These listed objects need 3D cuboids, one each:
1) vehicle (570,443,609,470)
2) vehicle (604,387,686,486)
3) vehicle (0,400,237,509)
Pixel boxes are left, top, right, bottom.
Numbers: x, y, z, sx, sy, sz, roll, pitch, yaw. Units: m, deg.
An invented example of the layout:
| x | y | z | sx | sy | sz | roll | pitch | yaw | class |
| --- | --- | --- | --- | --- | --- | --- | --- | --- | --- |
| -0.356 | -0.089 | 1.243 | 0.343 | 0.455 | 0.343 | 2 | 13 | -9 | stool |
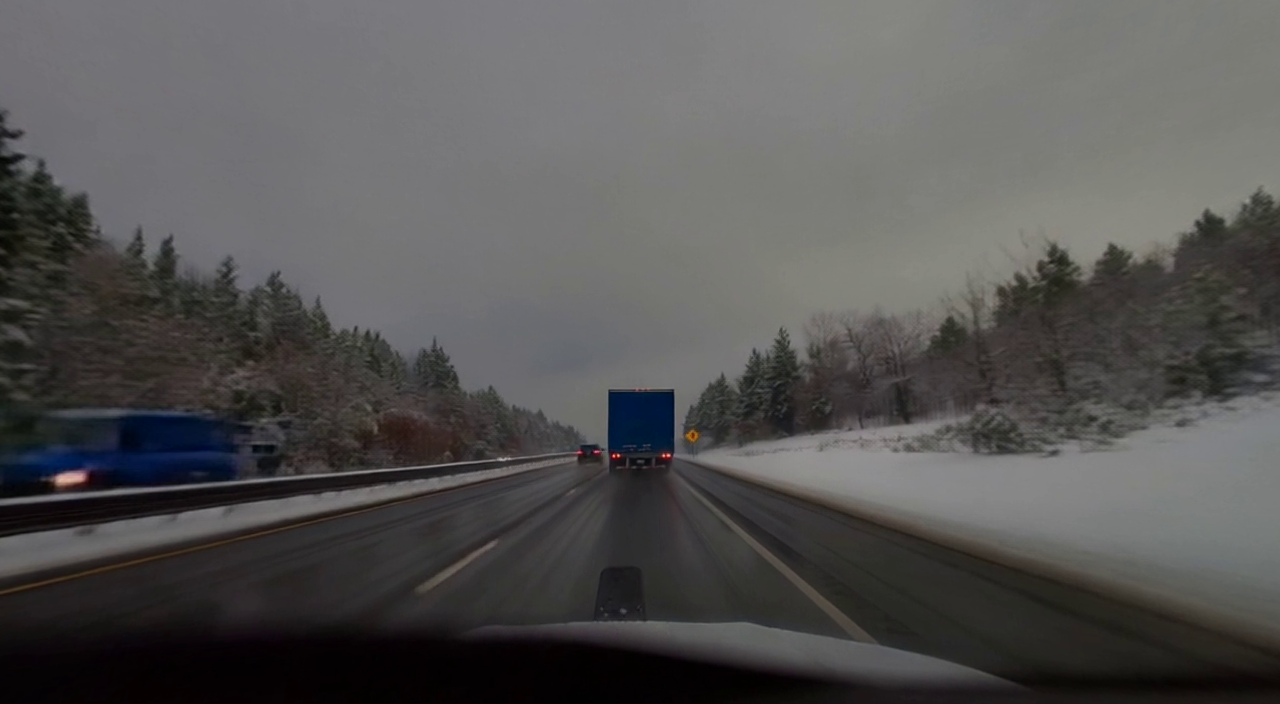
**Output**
| x | y | z | sx | sy | sz | roll | pitch | yaw | class |
| --- | --- | --- | --- | --- | --- | --- | --- | --- | --- |
| -3.346 | 7.029 | 42.458 | 2.160 | 1.661 | 4.388 | 0 | -9 | 1 | vehicle |
| 0.079 | 3.712 | 27.111 | 2.913 | 3.530 | 8.648 | 0 | -9 | -1 | vehicle |
| -15.078 | 3.010 | 18.678 | 2.288 | 2.708 | 5.765 | 0 | -9 | 0 | vehicle |
